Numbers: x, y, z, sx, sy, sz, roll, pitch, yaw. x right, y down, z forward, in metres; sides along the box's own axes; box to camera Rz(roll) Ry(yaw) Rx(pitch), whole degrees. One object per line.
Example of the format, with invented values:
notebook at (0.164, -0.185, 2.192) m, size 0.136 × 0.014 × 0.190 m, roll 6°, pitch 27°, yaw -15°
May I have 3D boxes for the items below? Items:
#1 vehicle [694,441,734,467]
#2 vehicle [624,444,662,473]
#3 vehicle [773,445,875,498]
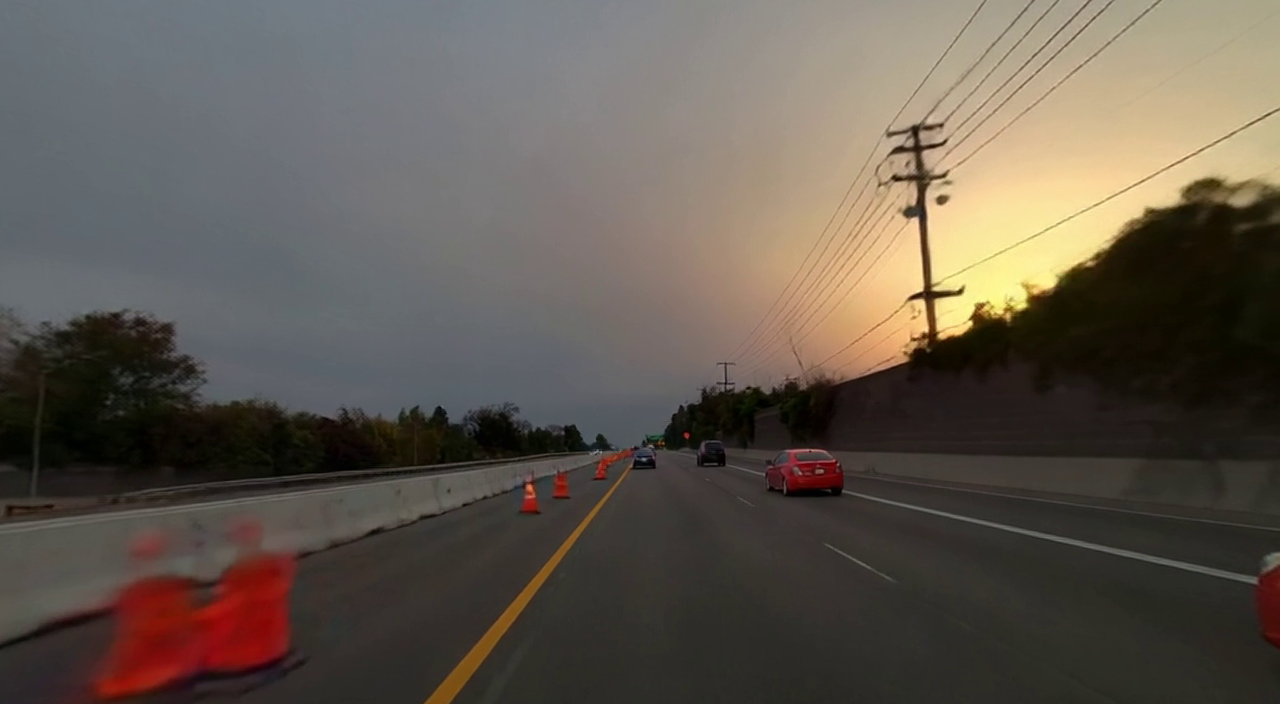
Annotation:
vehicle at (5.677, 7.921, 49.265) m, size 2.559 × 1.943 × 5.610 m, roll 0°, pitch -8°, yaw 1°
vehicle at (0.198, 6.240, 37.198) m, size 2.096 × 1.583 × 4.150 m, roll 0°, pitch -8°, yaw 0°
vehicle at (5.376, 3.525, 19.026) m, size 1.881 × 1.409 × 4.016 m, roll 0°, pitch -8°, yaw 0°
